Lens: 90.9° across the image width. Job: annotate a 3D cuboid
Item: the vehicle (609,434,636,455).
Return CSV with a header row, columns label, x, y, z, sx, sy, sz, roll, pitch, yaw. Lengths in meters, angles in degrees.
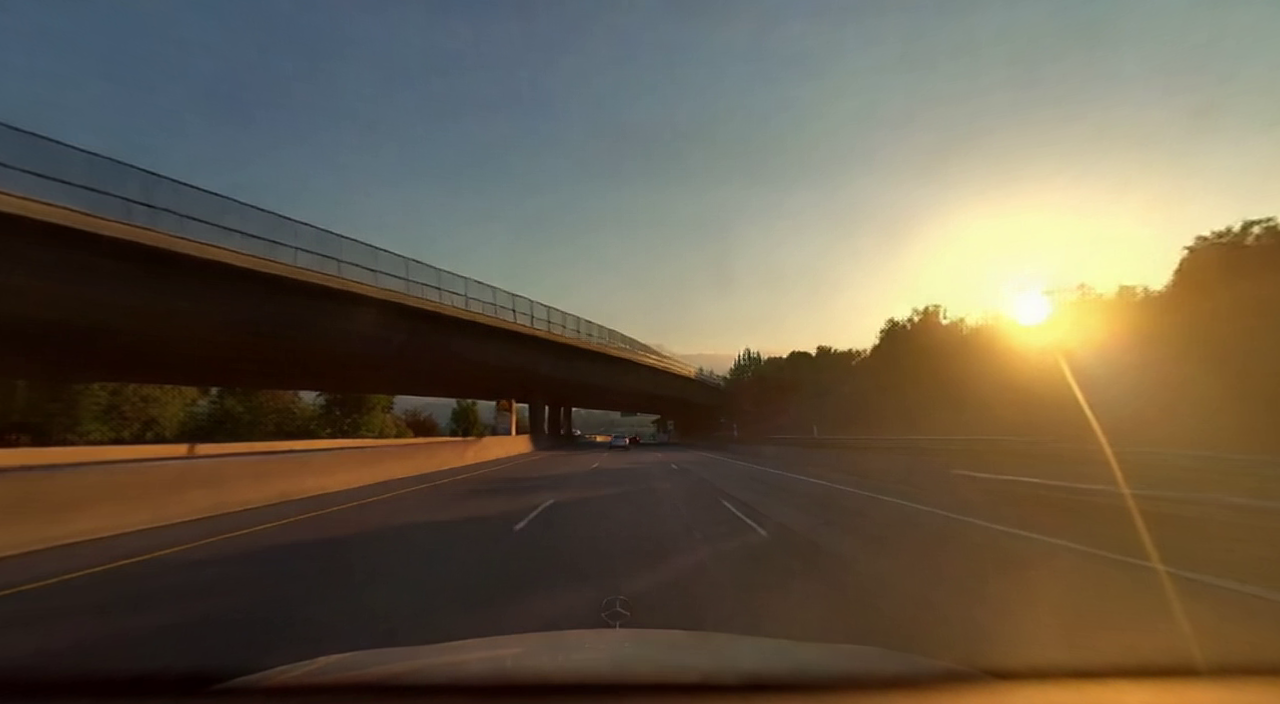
label,x,y,z,sx,sy,sz,roll,pitch,yaw
vehicle,-1.335,7.089,48.628,1.993,1.519,4.046,0,-8,-1
